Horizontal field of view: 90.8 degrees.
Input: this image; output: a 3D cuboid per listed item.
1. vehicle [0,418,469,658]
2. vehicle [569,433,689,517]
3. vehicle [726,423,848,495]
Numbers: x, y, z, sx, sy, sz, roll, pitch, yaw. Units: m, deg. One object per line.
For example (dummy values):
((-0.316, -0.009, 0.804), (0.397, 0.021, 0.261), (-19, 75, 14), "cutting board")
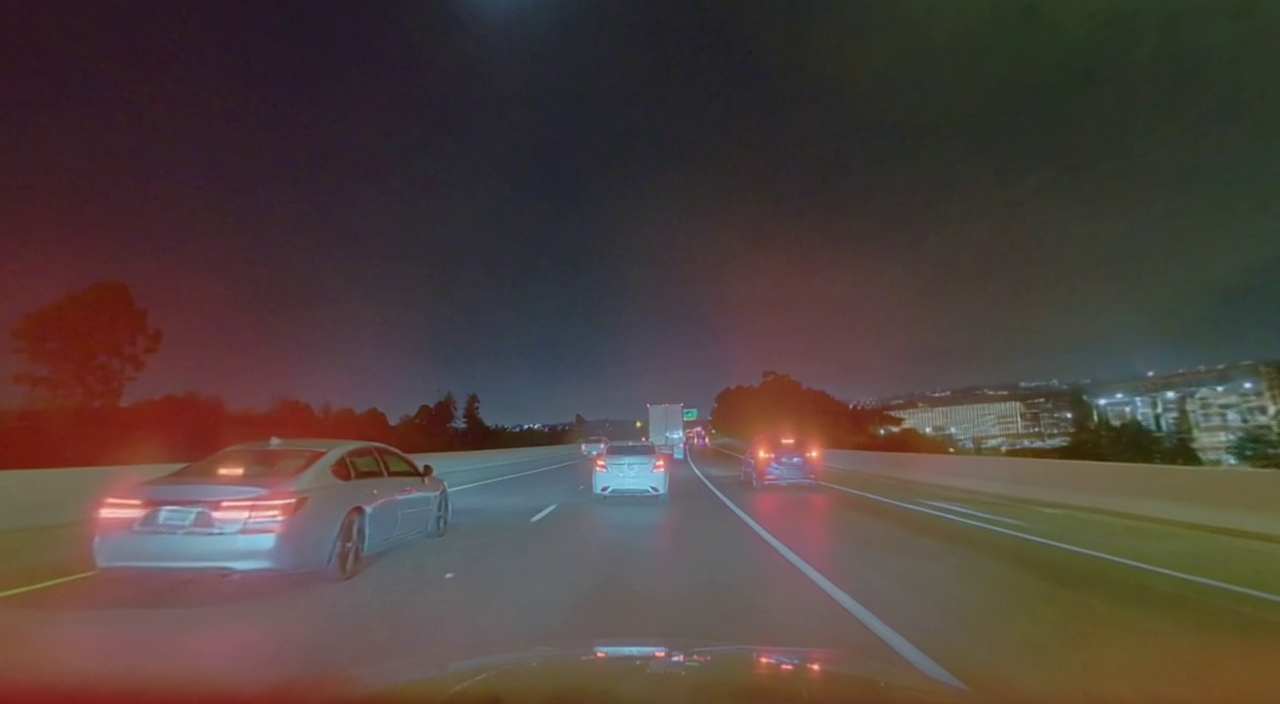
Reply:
((-3.601, 1.541, 6.516), (2.130, 1.474, 5.027), (-1, -9, 2), "vehicle")
((-0.165, 2.490, 13.286), (2.136, 1.470, 3.971), (-1, -9, 1), "vehicle")
((3.766, 2.849, 17.159), (2.166, 1.666, 4.618), (0, -9, 0), "vehicle")
